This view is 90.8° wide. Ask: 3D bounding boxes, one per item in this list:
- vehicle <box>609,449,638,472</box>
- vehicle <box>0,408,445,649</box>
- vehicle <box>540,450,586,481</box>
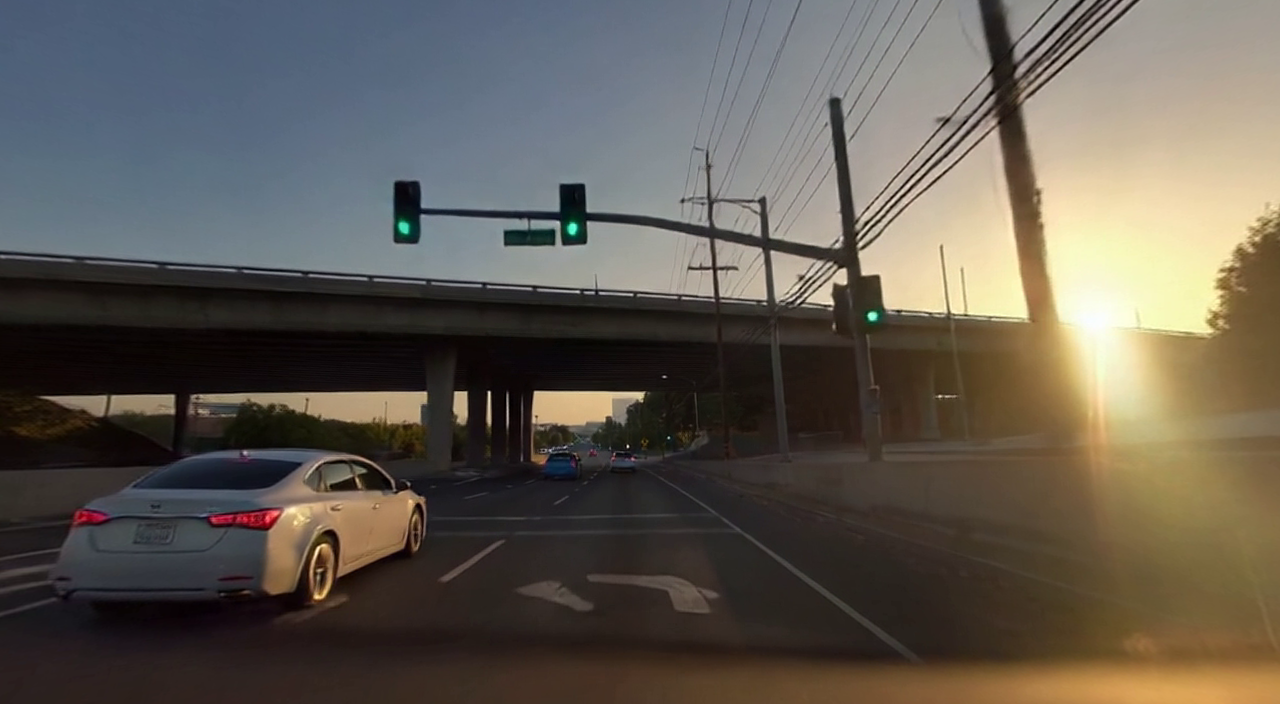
[{"bbox_3d":[-1.210,7.806,45.613,1.985,1.565,3.968,0,-9,-2],"label":"vehicle"},{"bbox_3d":[-3.679,1.559,6.648,1.925,1.666,4.271,0,-8,-1],"label":"vehicle"},{"bbox_3d":[-3.973,5.924,33.250,1.946,1.437,4.154,0,-9,-1],"label":"vehicle"}]
